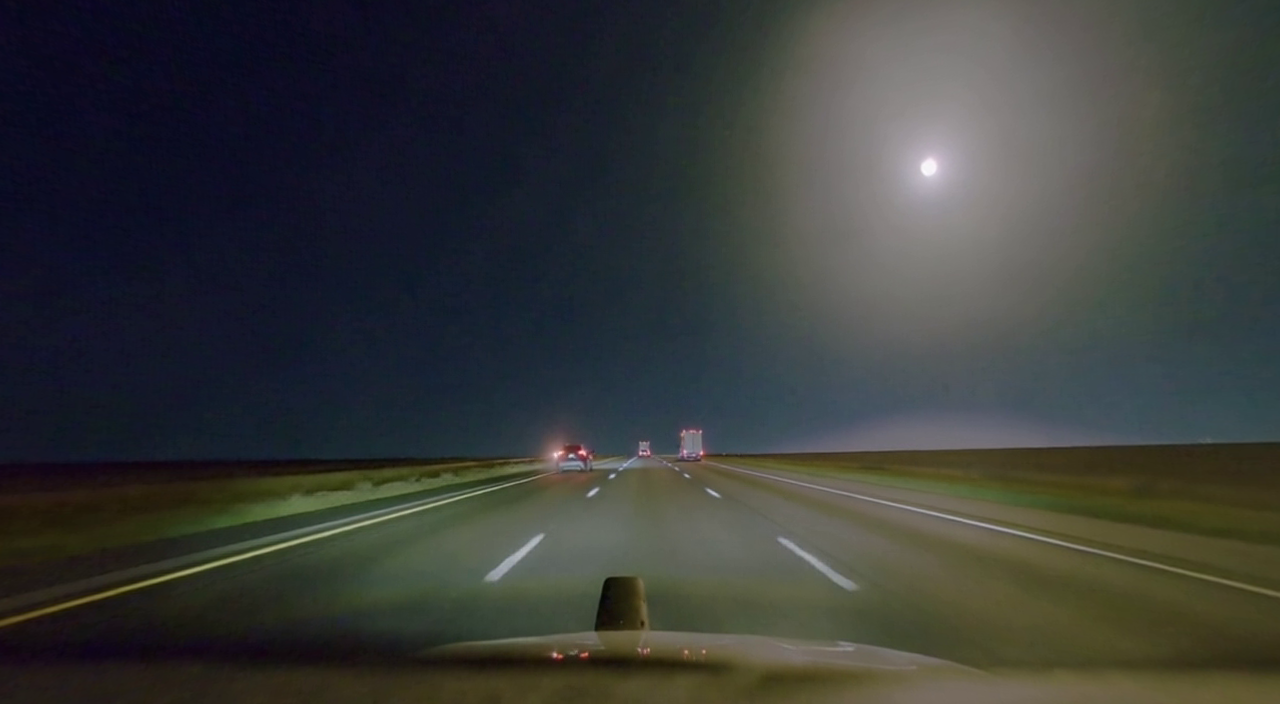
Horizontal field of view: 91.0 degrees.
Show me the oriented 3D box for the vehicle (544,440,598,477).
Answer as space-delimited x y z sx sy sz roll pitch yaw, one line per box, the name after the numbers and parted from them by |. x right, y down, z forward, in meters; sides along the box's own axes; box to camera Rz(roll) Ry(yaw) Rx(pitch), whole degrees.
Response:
-3.287 5.210 31.003 2.070 1.707 4.309 0 -9 1 | vehicle
